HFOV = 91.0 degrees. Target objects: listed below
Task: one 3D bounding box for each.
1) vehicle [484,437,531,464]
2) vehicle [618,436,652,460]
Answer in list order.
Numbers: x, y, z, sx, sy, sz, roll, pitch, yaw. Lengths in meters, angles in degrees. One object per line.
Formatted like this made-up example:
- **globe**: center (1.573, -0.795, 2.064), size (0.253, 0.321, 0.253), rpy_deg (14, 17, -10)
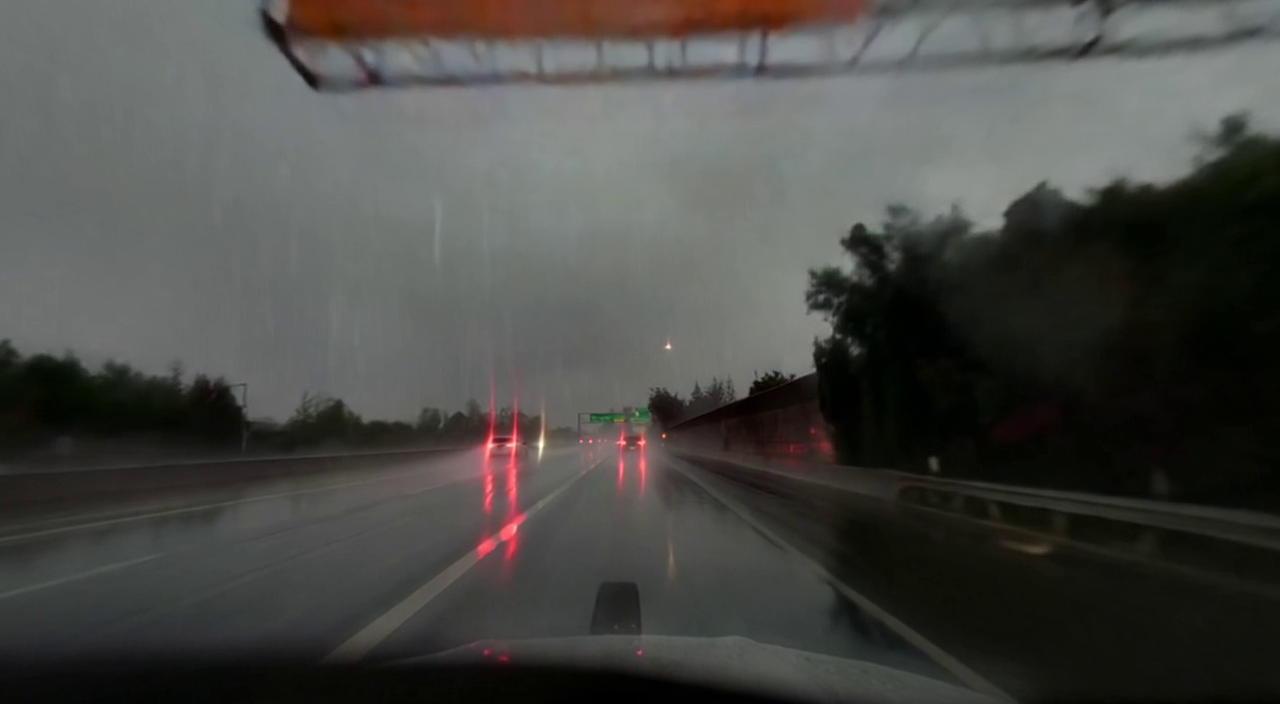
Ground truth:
- **vehicle**: center (-8.044, 6.017, 38.563), size (1.939, 1.504, 4.727), rpy_deg (0, -8, -1)
- **vehicle**: center (-0.334, 6.008, 39.485), size (2.072, 1.440, 3.690), rpy_deg (0, -8, -1)
